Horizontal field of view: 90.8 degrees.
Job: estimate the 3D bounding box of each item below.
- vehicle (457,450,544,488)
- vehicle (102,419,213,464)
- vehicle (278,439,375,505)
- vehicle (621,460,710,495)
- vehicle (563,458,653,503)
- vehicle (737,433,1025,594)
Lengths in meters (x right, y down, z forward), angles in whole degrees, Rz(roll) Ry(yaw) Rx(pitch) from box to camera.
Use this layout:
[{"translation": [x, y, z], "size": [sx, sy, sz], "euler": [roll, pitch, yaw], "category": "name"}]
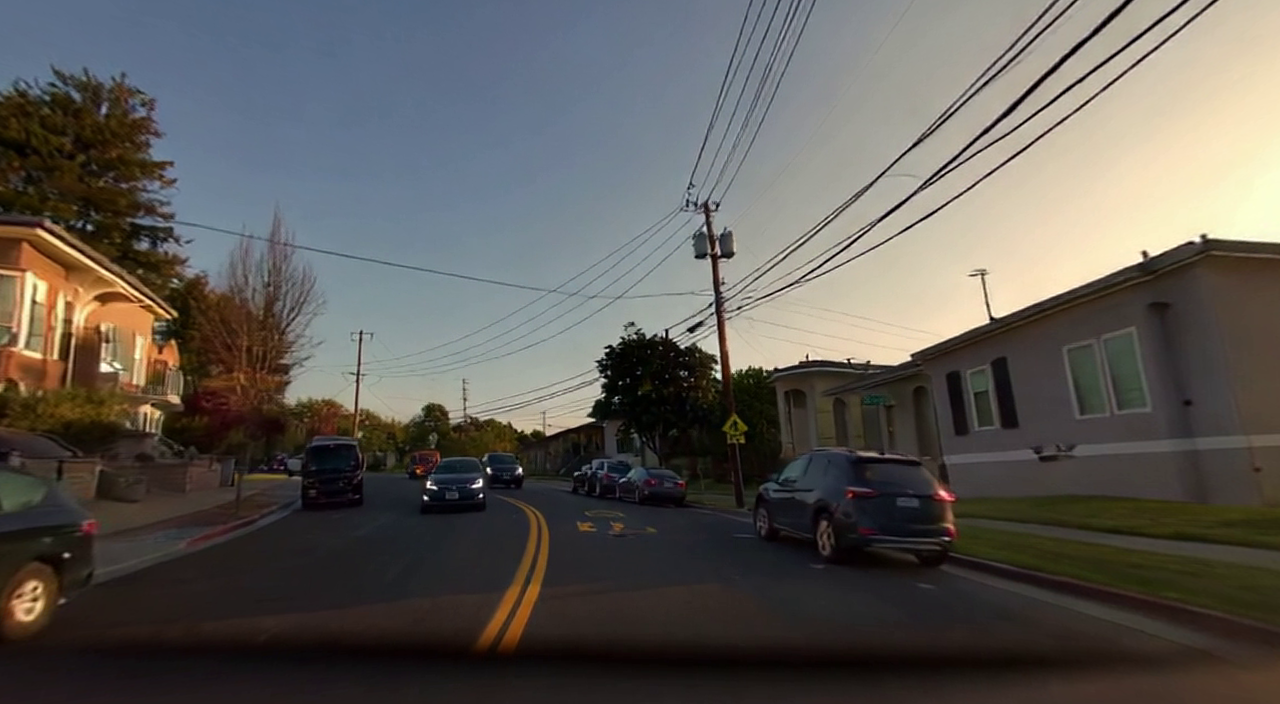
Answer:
[{"translation": [-8.163, 6.726, 36.555], "size": [2.449, 1.869, 5.504], "euler": [14, -15, -38], "category": "vehicle"}, {"translation": [-24.495, 4.630, 32.177], "size": [4.064, 1.569, 1.861], "euler": [19, -24, -41], "category": "vehicle"}, {"translation": [-10.135, 3.911, 20.873], "size": [2.378, 1.840, 5.389], "euler": [5, -11, -22], "category": "vehicle"}, {"translation": [1.313, 6.317, 32.100], "size": [4.163, 1.586, 2.023], "euler": [6, -11, -36], "category": "vehicle"}, {"translation": [-1.362, 4.983, 24.965], "size": [1.923, 1.531, 4.568], "euler": [5, -10, -25], "category": "vehicle"}, {"translation": [3.082, 2.165, 9.413], "size": [1.994, 1.682, 4.750], "euler": [4, -9, -6], "category": "vehicle"}]
